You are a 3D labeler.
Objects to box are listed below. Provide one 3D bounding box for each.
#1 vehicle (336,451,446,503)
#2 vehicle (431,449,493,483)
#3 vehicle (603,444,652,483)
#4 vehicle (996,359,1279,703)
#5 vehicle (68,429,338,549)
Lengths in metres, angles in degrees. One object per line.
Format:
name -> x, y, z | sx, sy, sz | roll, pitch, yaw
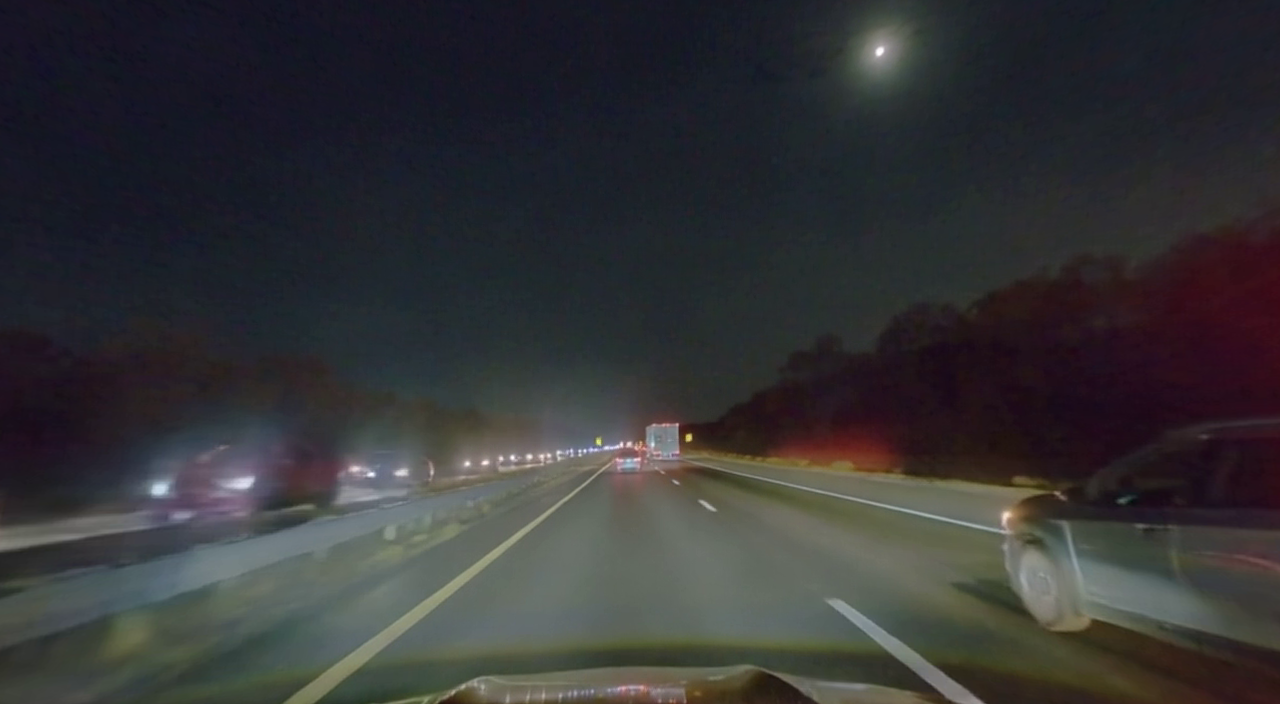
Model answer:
vehicle -> -7.992, 4.034, 20.634 | 1.917, 1.483, 4.289 | 0, -9, -1
vehicle -> -9.024, 5.792, 32.167 | 1.970, 1.549, 4.299 | 0, -9, 0
vehicle -> -0.535, 4.750, 27.045 | 1.971, 1.518, 4.108 | 0, -9, -1
vehicle -> 3.997, 0.877, 2.930 | 2.077, 1.673, 4.267 | 0, -9, -1
vehicle -> -7.806, 2.457, 11.908 | 2.019, 1.809, 4.361 | 0, -9, -1
